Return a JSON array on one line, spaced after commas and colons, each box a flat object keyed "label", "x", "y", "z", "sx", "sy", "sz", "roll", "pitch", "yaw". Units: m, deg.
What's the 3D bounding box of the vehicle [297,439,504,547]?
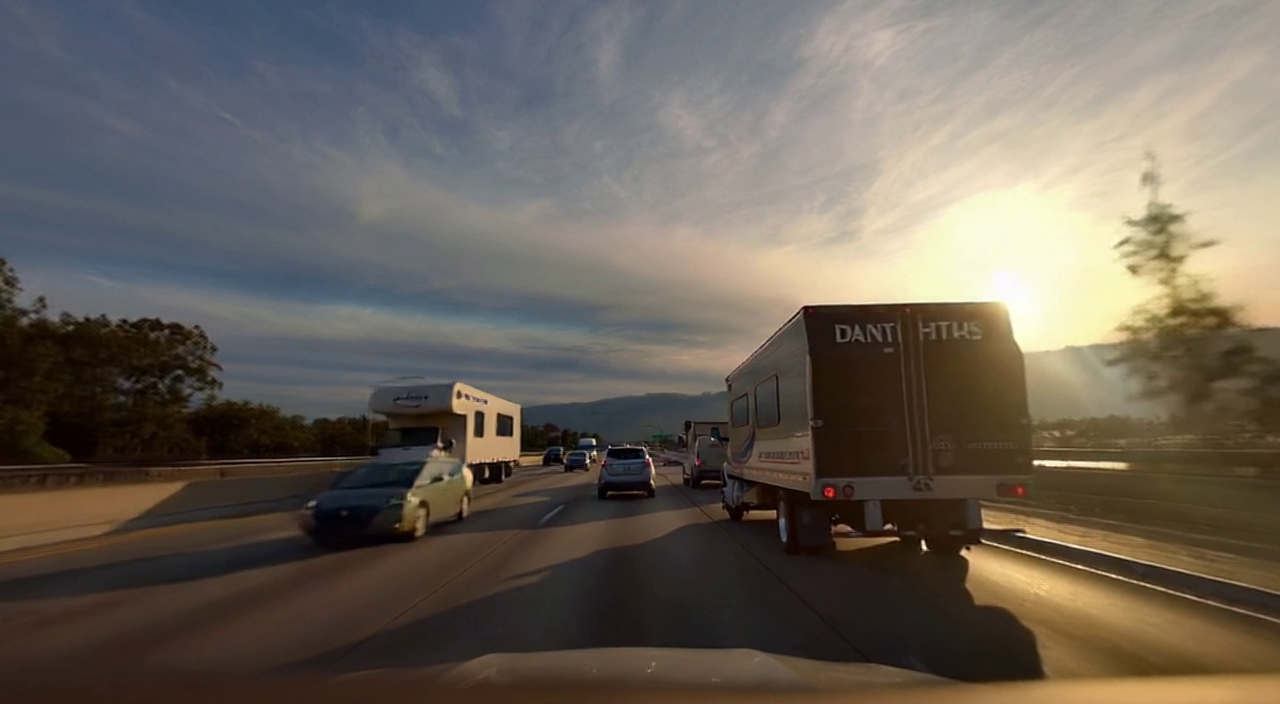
[{"label": "vehicle", "x": -3.816, "y": 2.301, "z": 10.932, "sx": 1.980, "sy": 1.499, "sz": 3.944, "roll": 0, "pitch": -9, "yaw": 1}]

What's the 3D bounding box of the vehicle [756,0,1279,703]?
[{"label": "vehicle", "x": 2.795, "y": 0.063, "z": 3.895, "sx": 2.934, "sy": 3.963, "sz": 5.832, "roll": 0, "pitch": -9, "yaw": -1}]

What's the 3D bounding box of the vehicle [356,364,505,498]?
[{"label": "vehicle", "x": -6.910, "y": 2.796, "z": 21.925, "sx": 3.008, "sy": 3.987, "sz": 5.871, "roll": 0, "pitch": -9, "yaw": 1}]

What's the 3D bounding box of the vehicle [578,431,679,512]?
[{"label": "vehicle", "x": -0.279, "y": 2.922, "z": 15.840, "sx": 2.201, "sy": 1.719, "sz": 4.058, "roll": 0, "pitch": -9, "yaw": -1}]
